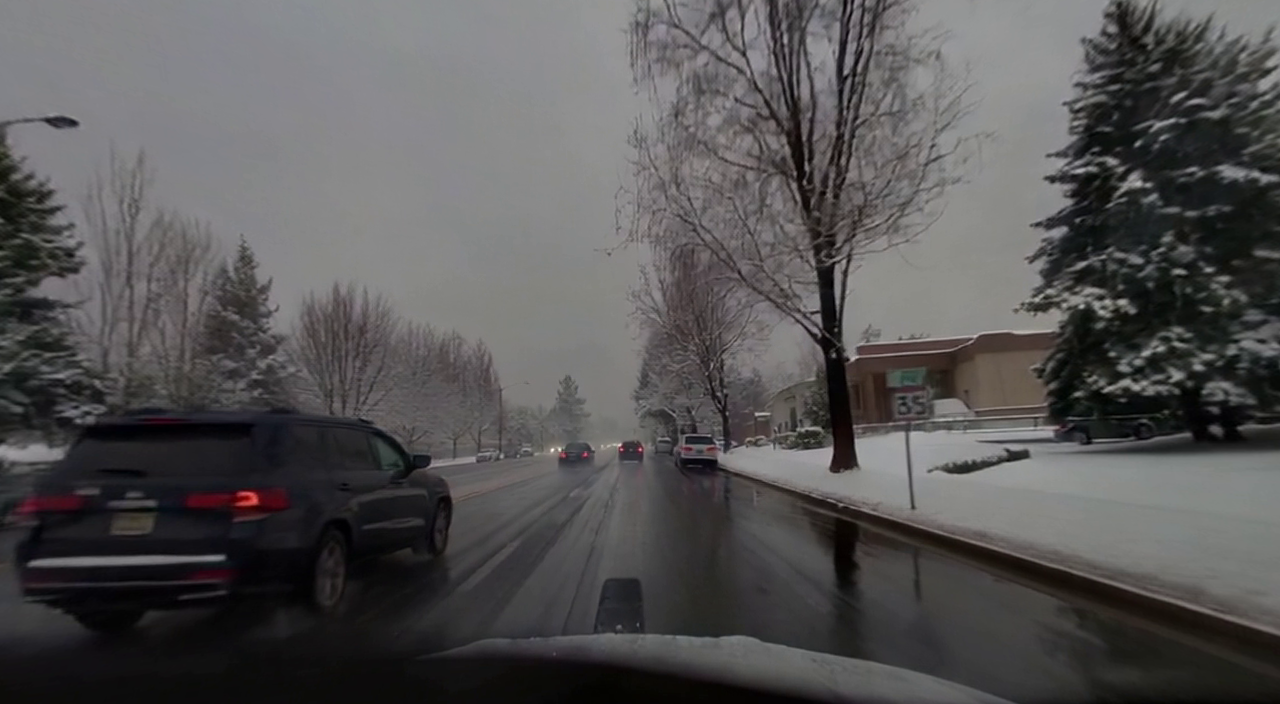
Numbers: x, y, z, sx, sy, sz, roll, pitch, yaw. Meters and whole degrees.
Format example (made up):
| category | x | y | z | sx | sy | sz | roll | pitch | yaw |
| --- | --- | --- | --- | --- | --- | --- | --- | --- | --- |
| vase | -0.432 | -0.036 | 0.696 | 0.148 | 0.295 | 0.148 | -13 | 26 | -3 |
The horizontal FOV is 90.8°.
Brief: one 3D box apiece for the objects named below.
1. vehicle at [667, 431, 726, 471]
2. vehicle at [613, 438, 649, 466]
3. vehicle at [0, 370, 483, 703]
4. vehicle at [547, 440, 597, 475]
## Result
| category | x | y | z | sx | sy | sz | roll | pitch | yaw |
| --- | --- | --- | --- | --- | --- | --- | --- | --- | --- |
| vehicle | 3.013 | 5.478 | 35.039 | 2.653 | 2.058 | 5.096 | 0 | -9 | -1 |
| vehicle | -0.615 | 6.913 | 43.680 | 2.376 | 1.801 | 4.317 | 0 | -9 | -1 |
| vehicle | -3.245 | 1.347 | 5.916 | 2.257 | 1.751 | 5.028 | 0 | -9 | 0 |
| vehicle | -3.398 | 5.411 | 32.523 | 2.167 | 1.634 | 4.220 | 0 | -9 | -1 |
